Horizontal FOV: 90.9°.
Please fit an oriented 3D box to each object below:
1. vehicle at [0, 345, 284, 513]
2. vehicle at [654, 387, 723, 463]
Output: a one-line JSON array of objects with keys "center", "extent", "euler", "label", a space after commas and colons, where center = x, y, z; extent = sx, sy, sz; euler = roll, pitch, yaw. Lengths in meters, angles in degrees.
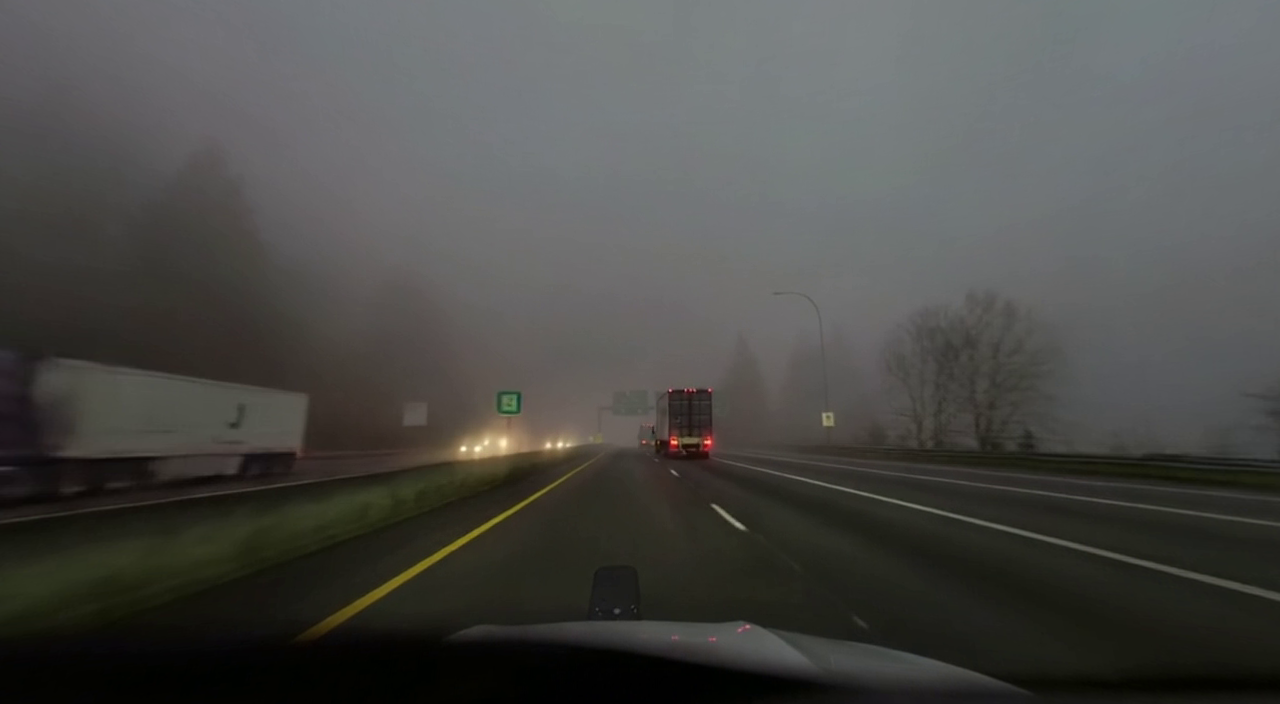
[{"center": [-17.466, 2.659, 21.082], "extent": [3.090, 4.123, 13.984], "euler": [0, -8, -1], "label": "vehicle"}, {"center": [2.693, 4.785, 40.087], "extent": [2.954, 3.995, 13.335], "euler": [0, -8, -2], "label": "vehicle"}]
